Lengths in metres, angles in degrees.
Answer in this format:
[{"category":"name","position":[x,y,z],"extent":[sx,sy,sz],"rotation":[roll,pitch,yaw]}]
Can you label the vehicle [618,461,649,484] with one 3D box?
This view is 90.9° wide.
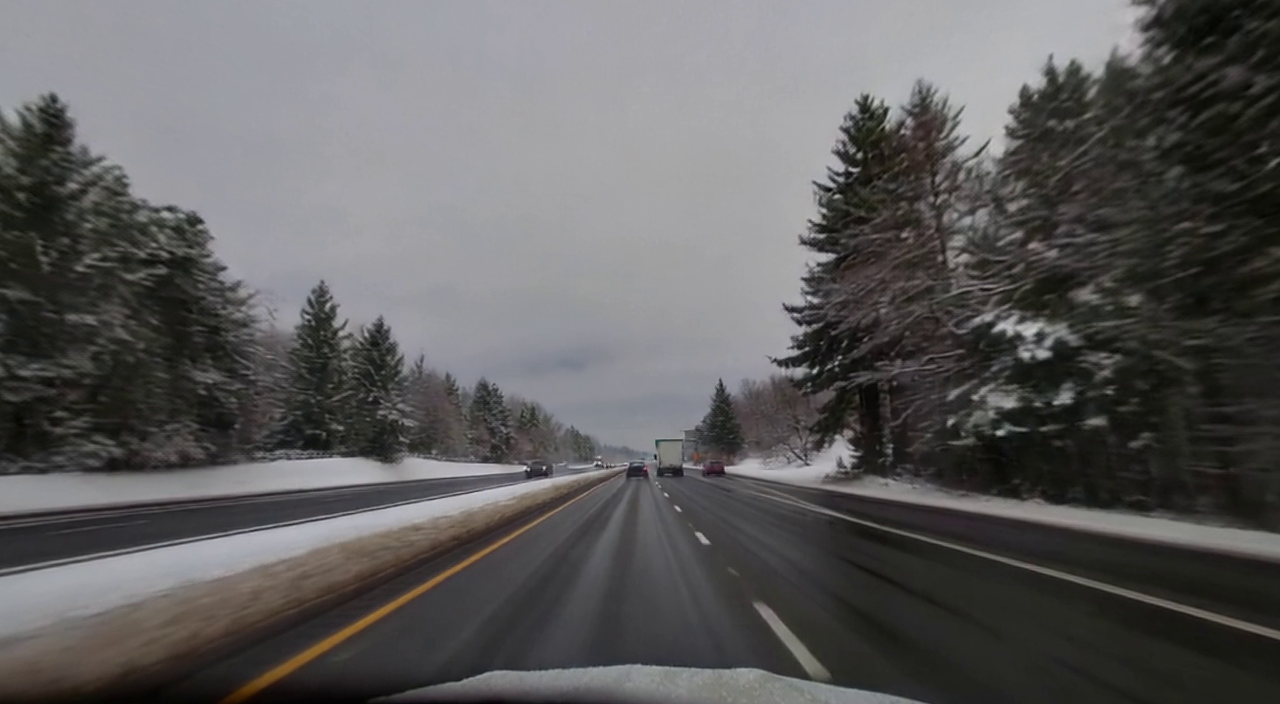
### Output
[{"category":"vehicle","position":[-0.450,8.151,42.768],"extent":[2.025,1.452,3.927],"rotation":[1,-10,0]}]
